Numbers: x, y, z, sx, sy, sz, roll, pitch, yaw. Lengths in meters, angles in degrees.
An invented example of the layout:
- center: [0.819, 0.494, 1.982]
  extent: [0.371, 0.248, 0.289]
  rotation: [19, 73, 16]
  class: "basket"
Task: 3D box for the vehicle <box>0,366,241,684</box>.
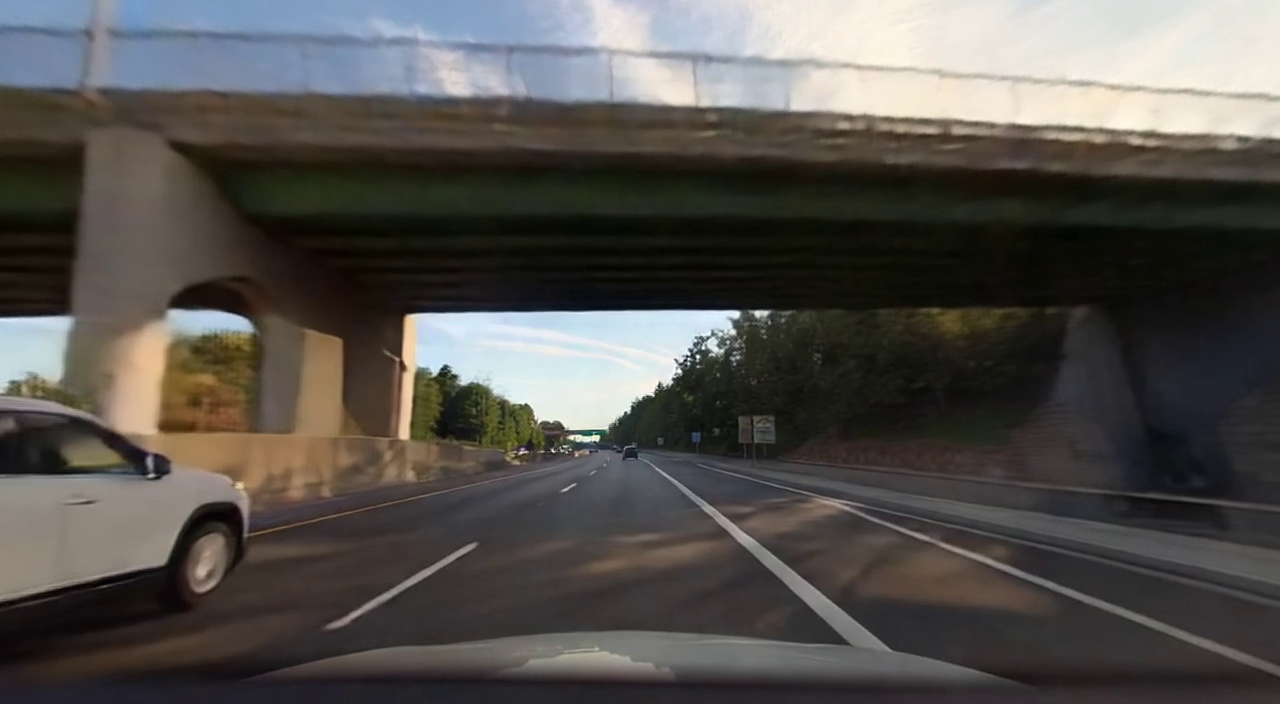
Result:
- center: [-4.673, 0.912, 3.173]
  extent: [2.221, 1.750, 4.706]
  rotation: [0, -9, 0]
  class: "vehicle"
